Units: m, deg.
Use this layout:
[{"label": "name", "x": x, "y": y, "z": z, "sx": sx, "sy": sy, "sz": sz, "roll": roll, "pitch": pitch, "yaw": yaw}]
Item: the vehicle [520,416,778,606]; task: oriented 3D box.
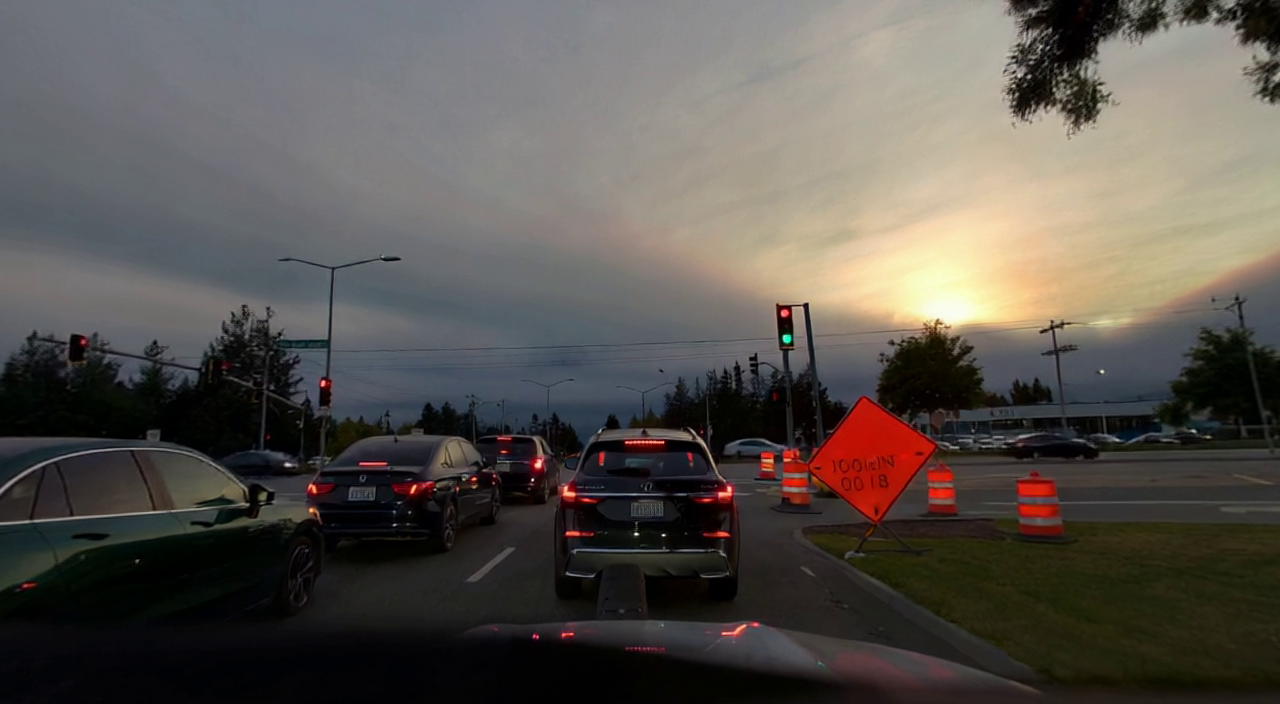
[{"label": "vehicle", "x": 0.116, "y": 1.620, "z": 7.213, "sx": 2.167, "sy": 1.560, "sz": 3.676, "roll": 0, "pitch": -9, "yaw": 1}]

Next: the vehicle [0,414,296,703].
[{"label": "vehicle", "x": -3.582, "y": 0.943, "z": 2.150, "sx": 2.064, "sy": 1.497, "sz": 4.722, "roll": 0, "pitch": -9, "yaw": 1}]

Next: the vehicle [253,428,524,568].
[{"label": "vehicle", "x": -3.267, "y": 1.995, "z": 9.458, "sx": 1.989, "sy": 1.541, "sz": 4.626, "roll": 0, "pitch": -9, "yaw": 2}]

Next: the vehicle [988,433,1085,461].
[{"label": "vehicle", "x": 25.552, "y": 6.150, "z": 40.681, "sx": 4.827, "sy": 1.729, "sz": 1.986, "roll": 0, "pitch": -9, "yaw": 1}]
